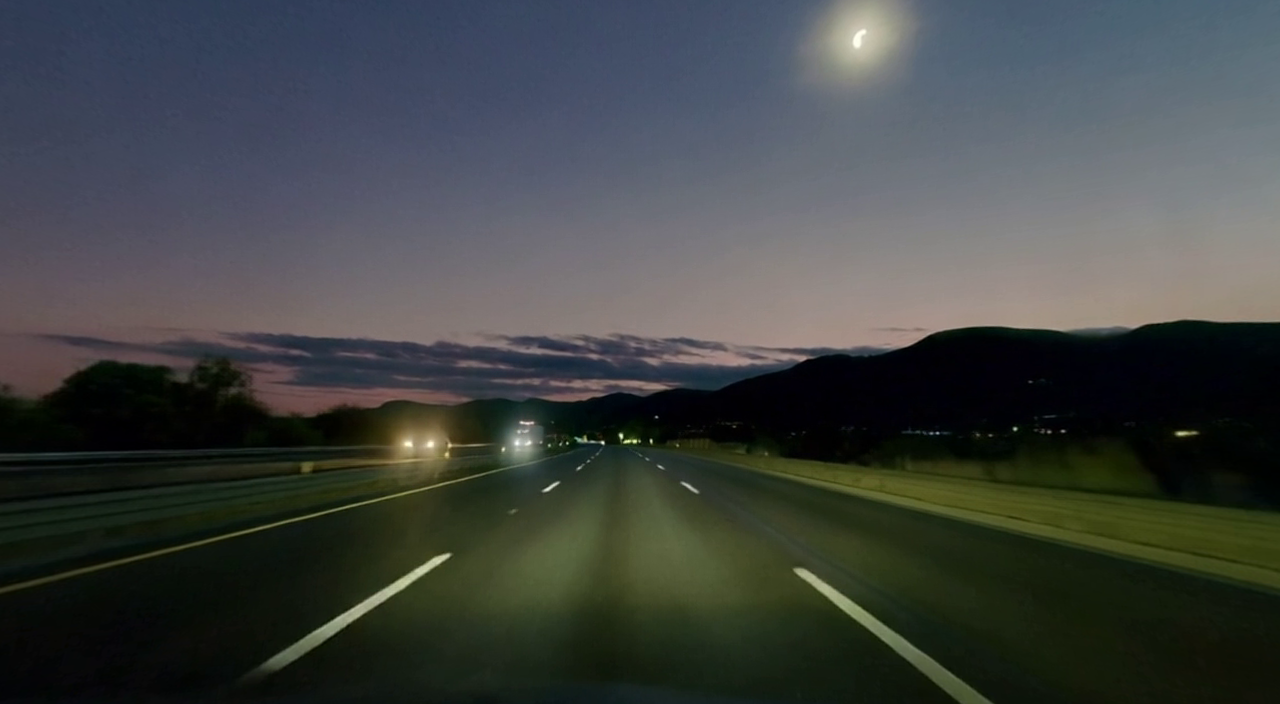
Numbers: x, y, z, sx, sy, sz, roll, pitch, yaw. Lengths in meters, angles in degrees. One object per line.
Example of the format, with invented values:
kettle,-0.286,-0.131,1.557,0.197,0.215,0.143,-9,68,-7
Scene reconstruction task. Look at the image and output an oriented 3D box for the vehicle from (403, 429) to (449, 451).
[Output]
vehicle,-16.550,6.859,48.846,2.017,1.612,4.487,0,-8,0
